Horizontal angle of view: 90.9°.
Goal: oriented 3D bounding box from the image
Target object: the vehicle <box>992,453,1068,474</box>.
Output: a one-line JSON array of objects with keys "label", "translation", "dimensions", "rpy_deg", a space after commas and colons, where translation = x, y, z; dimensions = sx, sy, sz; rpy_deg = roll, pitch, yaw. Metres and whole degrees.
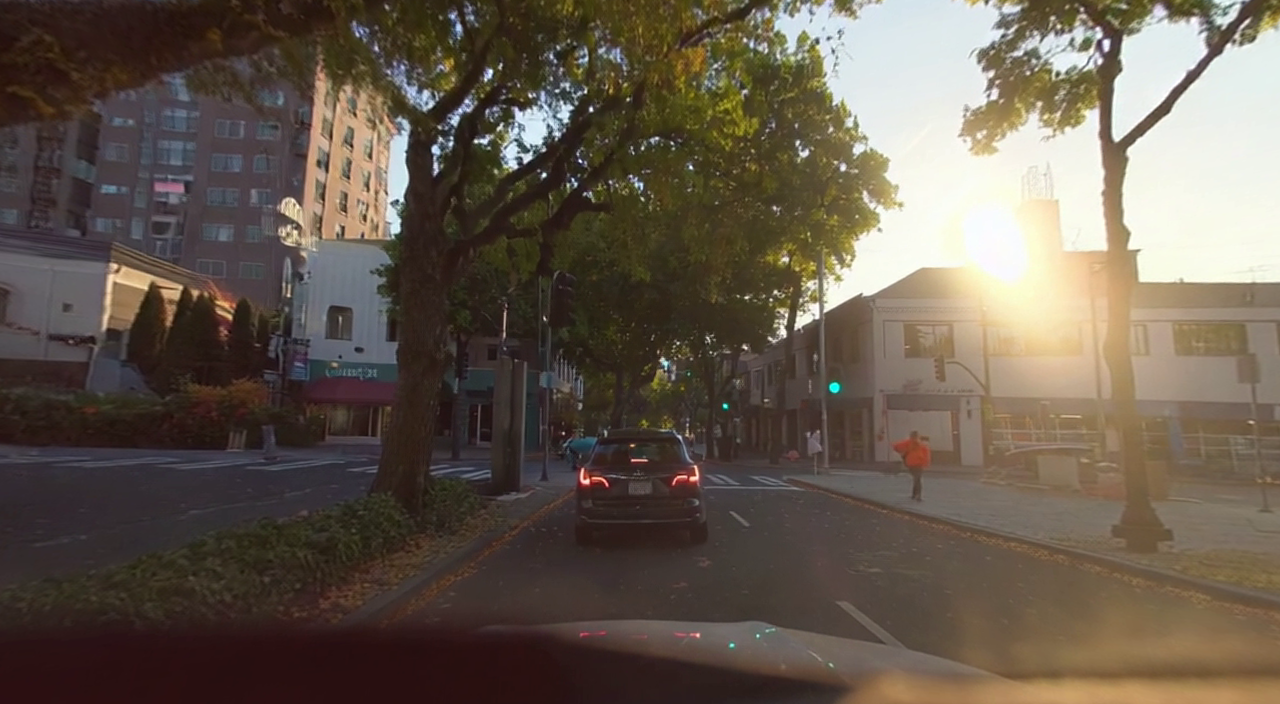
[{"label": "vehicle", "translation": [29.772, 8.493, 48.159], "dimensions": [4.668, 1.441, 1.904], "rpy_deg": [1, -9, -6]}]

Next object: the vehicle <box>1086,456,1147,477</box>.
[{"label": "vehicle", "translation": [36.489, 8.750, 48.278], "dimensions": [3.445, 1.363, 1.608], "rpy_deg": [3, -7, -1]}]

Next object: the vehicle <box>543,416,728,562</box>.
[{"label": "vehicle", "translation": [-0.082, 1.834, 9.110], "dimensions": [2.079, 1.621, 3.861], "rpy_deg": [0, -8, -1]}]
